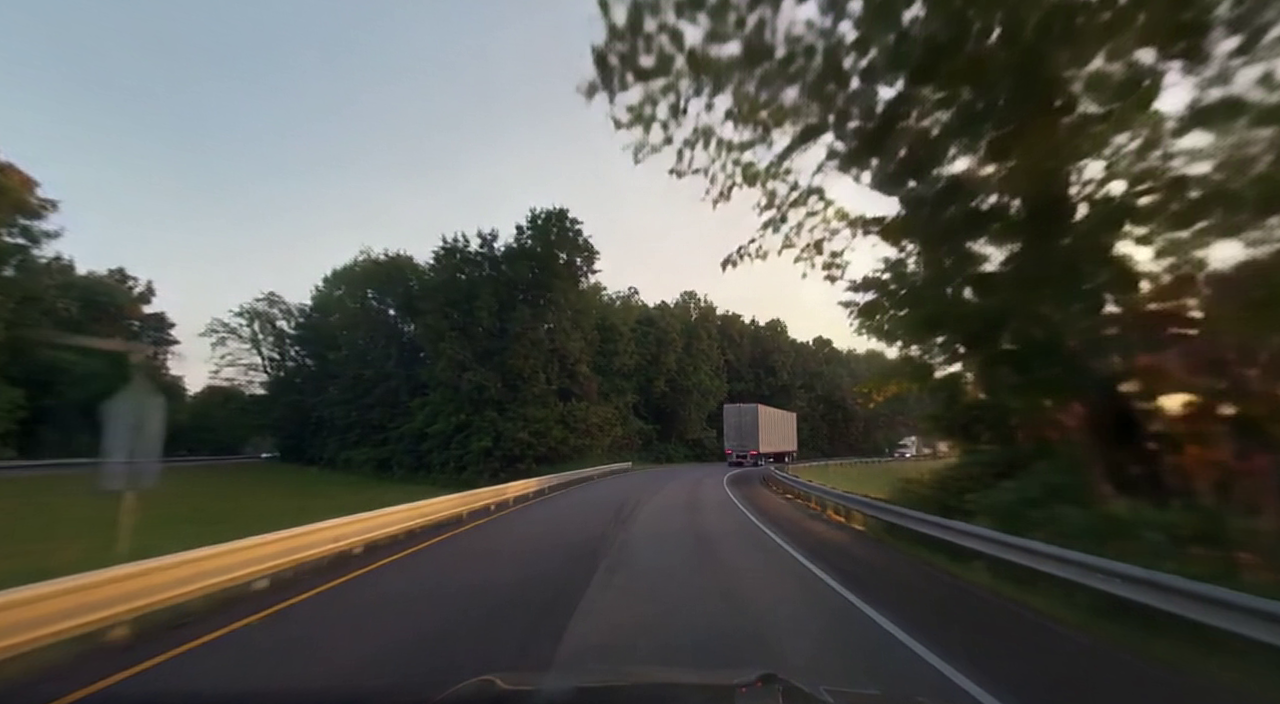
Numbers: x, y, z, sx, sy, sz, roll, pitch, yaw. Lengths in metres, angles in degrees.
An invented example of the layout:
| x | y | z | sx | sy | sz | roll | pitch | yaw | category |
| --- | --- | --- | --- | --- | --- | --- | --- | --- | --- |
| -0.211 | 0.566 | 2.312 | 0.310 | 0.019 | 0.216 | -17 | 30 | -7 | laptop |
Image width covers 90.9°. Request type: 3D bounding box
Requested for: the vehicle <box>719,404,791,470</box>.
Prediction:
| x | y | z | sx | sy | sz | roll | pitch | yaw | category |
| --- | --- | --- | --- | --- | --- | --- | --- | --- | --- |
| 8.994 | 6.538 | 47.520 | 3.087 | 4.178 | 13.682 | -3 | -9 | 19 | vehicle |
